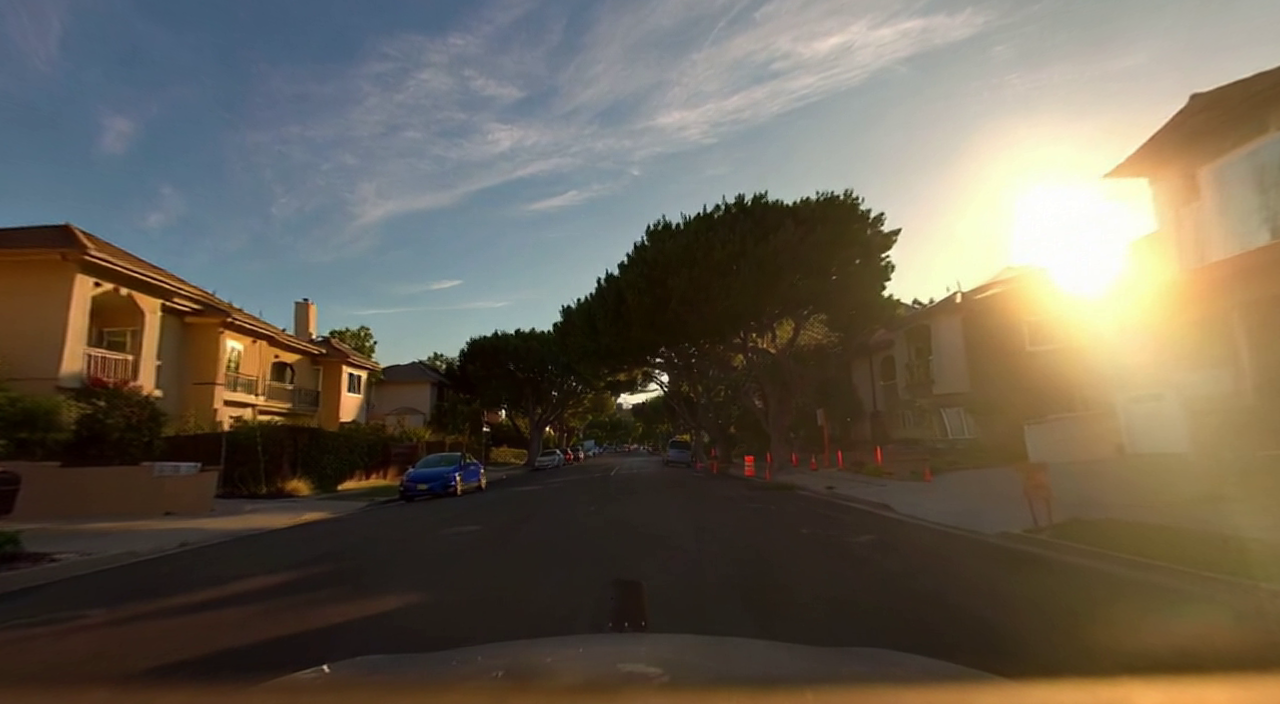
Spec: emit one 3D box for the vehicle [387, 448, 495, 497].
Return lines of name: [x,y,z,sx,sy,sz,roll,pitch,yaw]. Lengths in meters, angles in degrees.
vehicle: [-6.614,4.030,21.579,2.137,1.481,4.503,0,-9,2]

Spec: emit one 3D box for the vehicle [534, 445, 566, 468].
vehicle: [-6.919,8.084,48.970,1.957,1.608,4.476,0,-9,-1]
